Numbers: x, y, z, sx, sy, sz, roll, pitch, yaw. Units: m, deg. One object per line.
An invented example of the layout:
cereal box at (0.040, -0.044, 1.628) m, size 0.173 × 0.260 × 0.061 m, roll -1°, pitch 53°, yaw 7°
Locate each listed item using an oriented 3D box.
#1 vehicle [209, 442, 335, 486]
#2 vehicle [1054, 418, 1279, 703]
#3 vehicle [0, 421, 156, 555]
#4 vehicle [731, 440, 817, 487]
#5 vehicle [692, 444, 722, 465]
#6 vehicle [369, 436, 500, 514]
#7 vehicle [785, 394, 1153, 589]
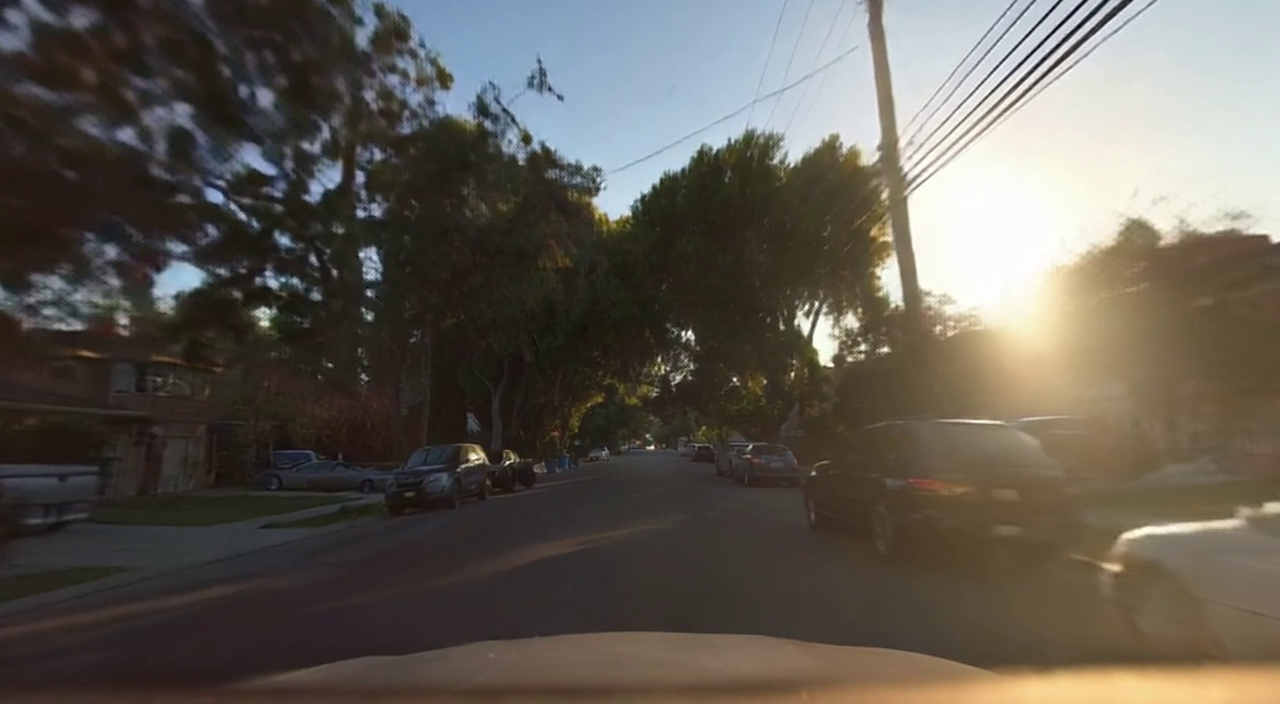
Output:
vehicle at (-18.119, 5.520, 31.310) m, size 4.832 × 2.033 × 2.045 m, roll 0°, pitch -9°, yaw -5°
vehicle at (3.953, 0.926, 2.272) m, size 1.848 × 1.436 × 4.582 m, roll 0°, pitch -9°, yaw 1°
vehicle at (-12.647, 2.433, 11.768) m, size 5.096 × 2.213 × 2.354 m, roll 1°, pitch -10°, yaw -2°
vehicle at (4.641, 3.955, 22.749) m, size 2.090 × 1.489 × 4.952 m, roll 0°, pitch -9°, yaw 1°
vehicle at (5.115, 7.914, 48.975) m, size 1.906 × 1.503 × 4.498 m, roll 0°, pitch -9°, yaw 1°
vehicle at (-5.535, 3.366, 17.672) m, size 2.118 × 1.753 × 4.377 m, roll -4°, pitch -9°, yaw 1°
vehicle at (3.723, 1.717, 8.718) m, size 2.122 × 1.809 × 5.421 m, roll 0°, pitch -9°, yaw 0°
